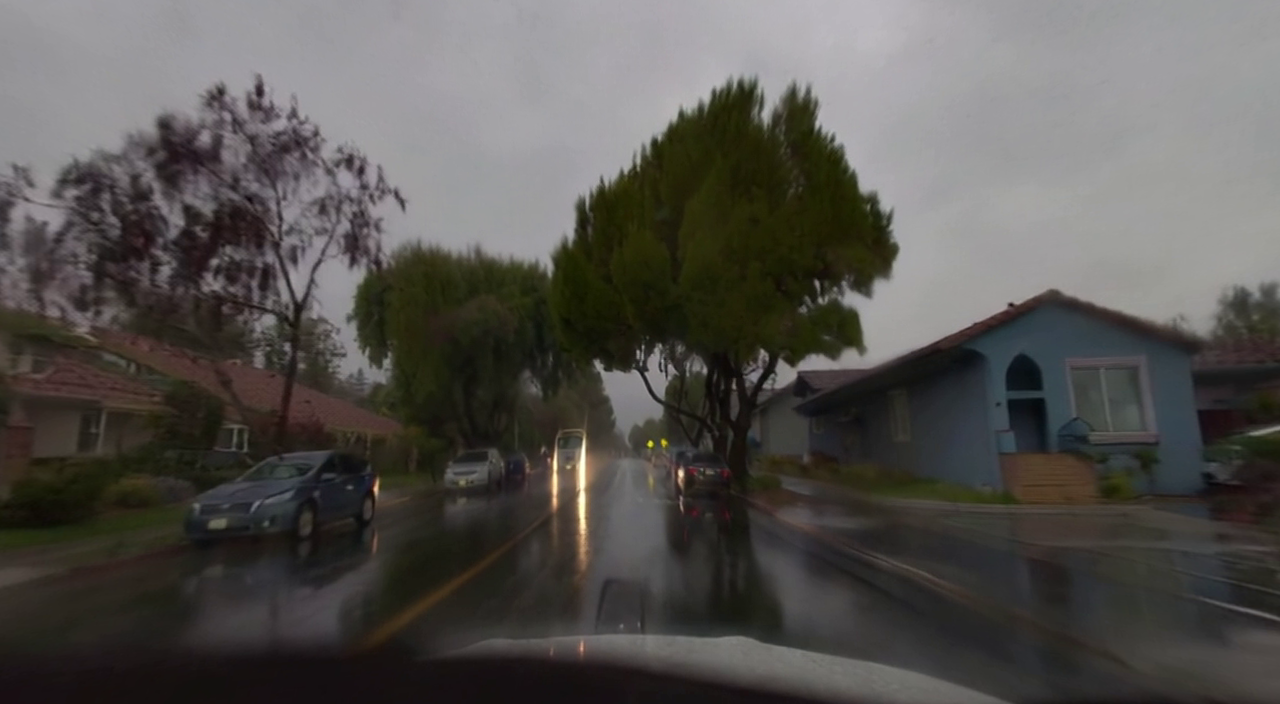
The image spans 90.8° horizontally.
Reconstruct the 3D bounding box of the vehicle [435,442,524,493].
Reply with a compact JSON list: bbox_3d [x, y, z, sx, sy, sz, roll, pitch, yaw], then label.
[{"bbox_3d":[-6.512,4.736,26.349,2.265,1.876,5.371,0,-9,0],"label":"vehicle"}]

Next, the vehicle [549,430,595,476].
[{"bbox_3d":[-4.377,6.647,41.714,2.469,2.819,6.393,0,-9,-2],"label":"vehicle"}]

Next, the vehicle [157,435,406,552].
[{"bbox_3d":[-6.150,2.444,11.628,2.033,1.721,4.328,0,-9,0],"label":"vehicle"}]

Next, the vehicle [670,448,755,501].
[{"bbox_3d":[2.179,3.841,20.243,1.996,1.516,4.122,0,-9,-4],"label":"vehicle"}]
